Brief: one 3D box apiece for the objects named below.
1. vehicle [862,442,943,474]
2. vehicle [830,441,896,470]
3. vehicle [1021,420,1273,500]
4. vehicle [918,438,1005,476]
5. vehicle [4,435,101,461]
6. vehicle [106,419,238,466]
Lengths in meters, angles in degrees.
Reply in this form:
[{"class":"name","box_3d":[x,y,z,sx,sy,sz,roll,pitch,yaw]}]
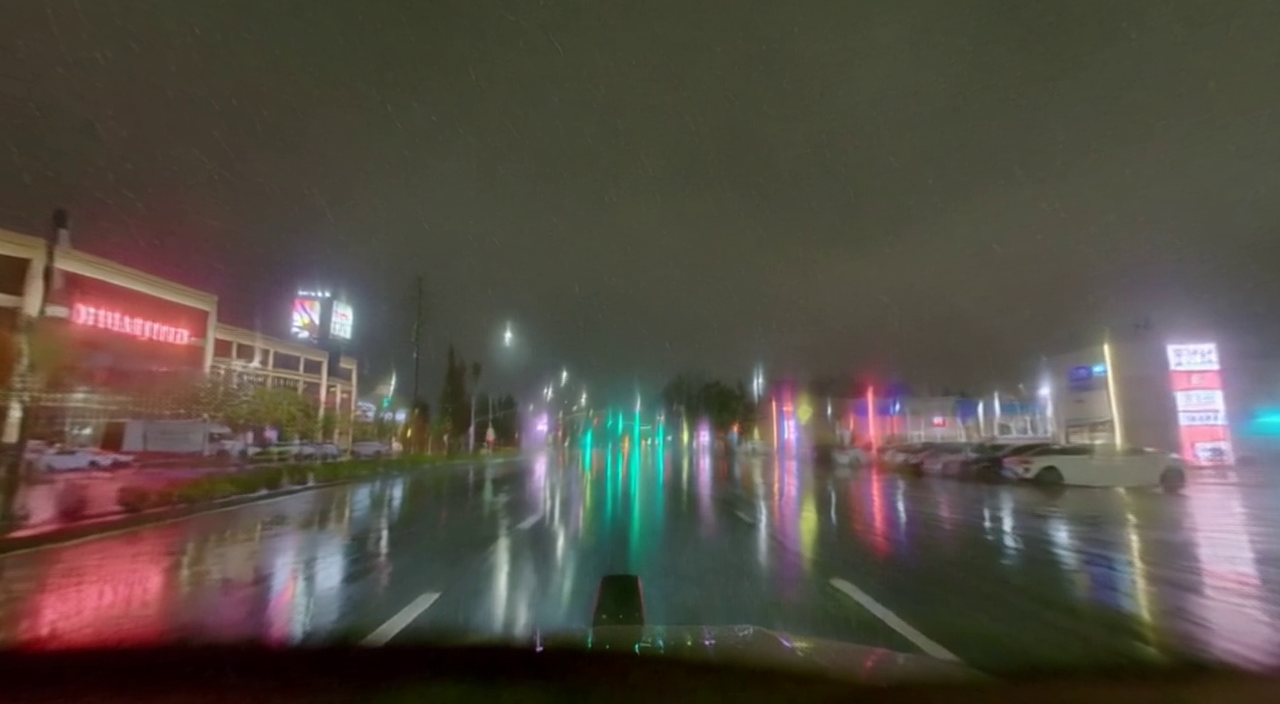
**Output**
[{"class":"vehicle","box_3d":[12.973,5.242,31.486,1.865,1.434,4.373,1,-8,-5]},{"class":"vehicle","box_3d":[12.717,5.948,36.407,1.928,1.465,4.874,-2,-9,-1]},{"class":"vehicle","box_3d":[14.872,3.217,19.229,2.189,1.951,5.828,0,-9,-9]},{"class":"vehicle","box_3d":[15.712,5.128,31.155,1.893,1.727,4.285,0,-8,-2]},{"class":"vehicle","box_3d":[-42.204,6.882,45.466,4.838,1.781,1.986,1,-8,-3]},{"class":"vehicle","box_3d":[-31.324,6.065,42.500,6.892,2.879,2.222,-1,-8,-3]}]
